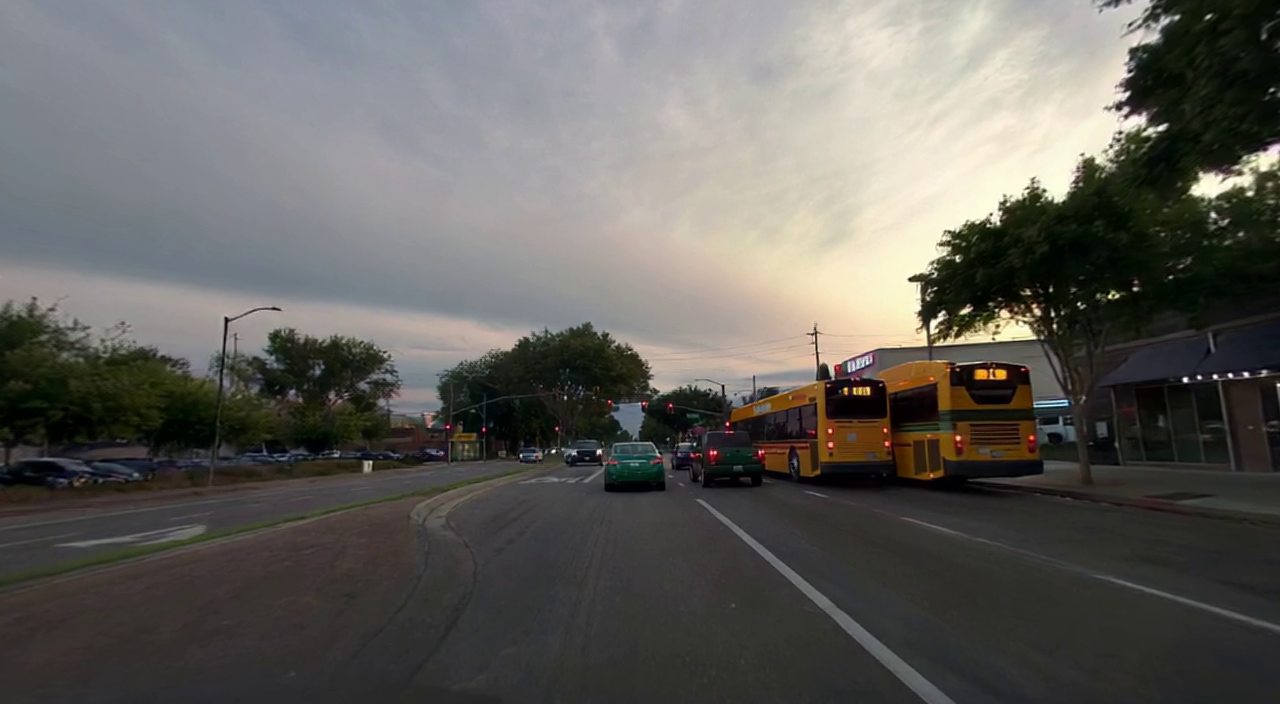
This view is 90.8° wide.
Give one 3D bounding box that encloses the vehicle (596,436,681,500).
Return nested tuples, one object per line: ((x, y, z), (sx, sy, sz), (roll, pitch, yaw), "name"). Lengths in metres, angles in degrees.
((-0.101, 3.125, 17.344), (2.071, 1.525, 3.723), (0, -9, -2), "vehicle")

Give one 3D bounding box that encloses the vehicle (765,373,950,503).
((6.458, 2.798, 20.683), (2.879, 3.318, 8.881), (0, -8, 0), "vehicle")

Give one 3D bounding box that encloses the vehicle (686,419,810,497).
((2.957, 3.140, 19.065), (2.490, 1.951, 5.931), (0, -9, -2), "vehicle")

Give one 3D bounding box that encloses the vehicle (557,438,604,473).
((-3.089, 5.478, 33.544), (2.180, 1.708, 4.397), (0, -9, -1), "vehicle")

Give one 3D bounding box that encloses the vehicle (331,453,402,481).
((-14.822, 6.228, 34.458), (1.960, 1.396, 4.185), (-1, -9, 1), "vehicle")

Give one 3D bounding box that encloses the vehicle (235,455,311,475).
((-28.359, 8.728, 48.993), (4.881, 1.458, 1.914), (4, -10, -27), "vehicle")

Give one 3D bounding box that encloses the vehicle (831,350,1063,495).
((10.313, 2.762, 23.286), (3.181, 4.110, 10.468), (0, -9, 0), "vehicle")
